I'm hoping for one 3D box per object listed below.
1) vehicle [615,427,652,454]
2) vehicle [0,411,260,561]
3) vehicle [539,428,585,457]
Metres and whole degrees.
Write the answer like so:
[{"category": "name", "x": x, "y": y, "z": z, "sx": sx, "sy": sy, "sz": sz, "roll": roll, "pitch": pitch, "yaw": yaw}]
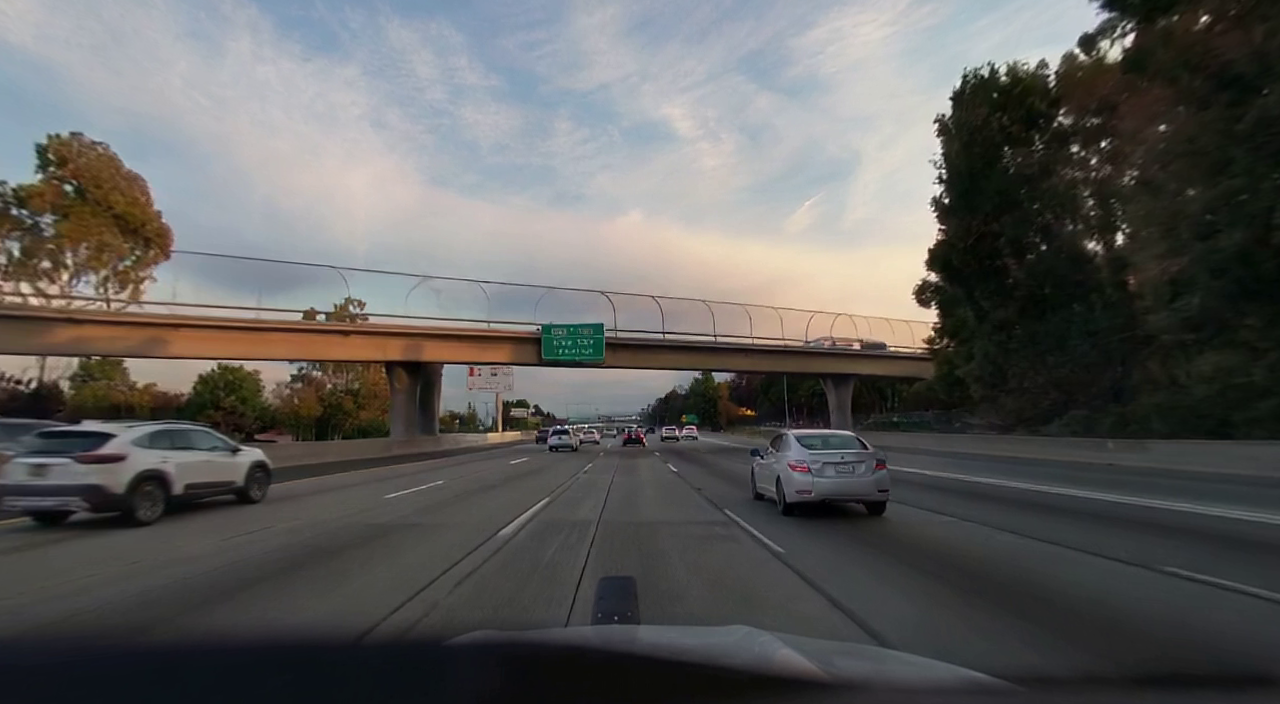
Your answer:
[{"category": "vehicle", "x": -0.443, "y": 5.782, "z": 41.167, "sx": 2.240, "sy": 1.646, "sz": 4.949, "roll": 0, "pitch": -8, "yaw": -1}, {"category": "vehicle", "x": -7.648, "y": 1.679, "z": 8.750, "sx": 2.009, "sy": 1.537, "sz": 4.449, "roll": 0, "pitch": -8, "yaw": -1}, {"category": "vehicle", "x": -4.336, "y": 5.092, "z": 35.587, "sx": 2.103, "sy": 1.512, "sz": 4.155, "roll": 0, "pitch": -8, "yaw": 0}]
